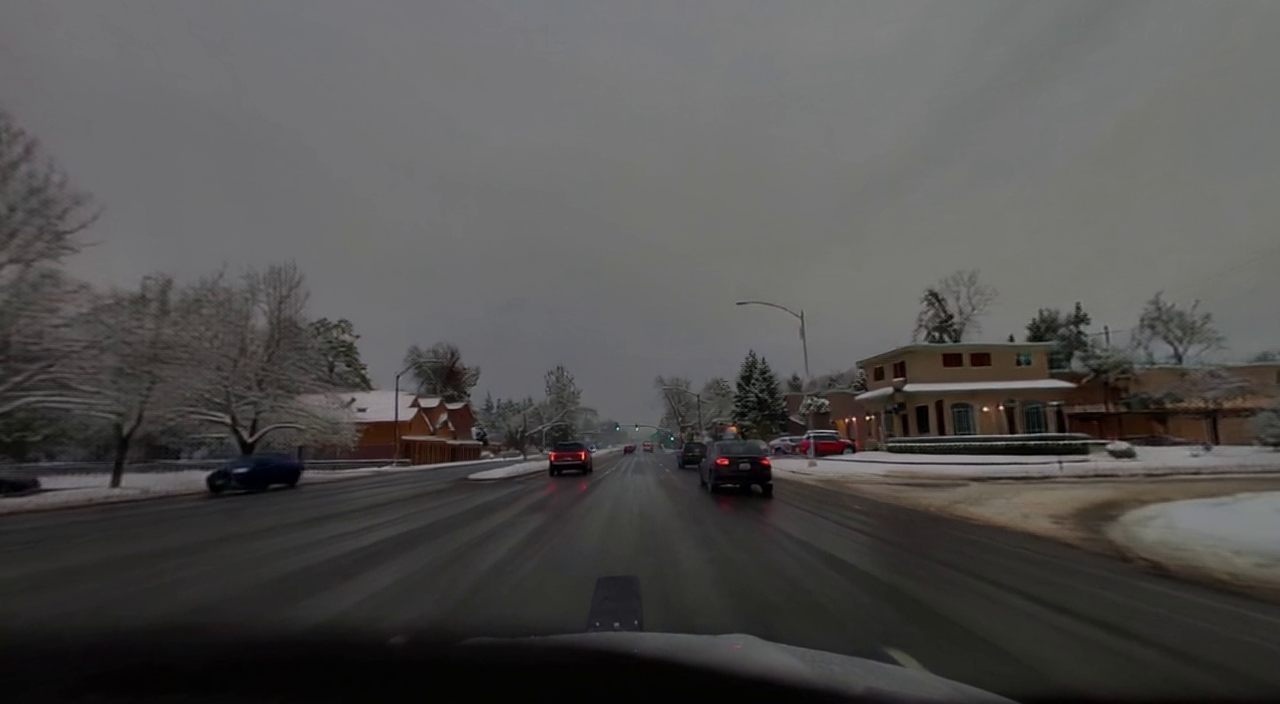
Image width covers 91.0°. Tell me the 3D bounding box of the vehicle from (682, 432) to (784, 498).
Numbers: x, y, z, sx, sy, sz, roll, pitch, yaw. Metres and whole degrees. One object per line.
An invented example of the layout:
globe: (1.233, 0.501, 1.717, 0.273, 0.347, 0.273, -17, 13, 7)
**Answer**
vehicle: (2.540, 3.232, 18.372, 2.084, 1.682, 4.148, 1, -8, -4)

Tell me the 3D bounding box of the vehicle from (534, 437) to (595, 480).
vehicle: (-3.239, 4.695, 27.962, 2.084, 1.735, 4.528, 0, -8, 1)

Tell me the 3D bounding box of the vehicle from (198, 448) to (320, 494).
vehicle: (-18.061, 5.620, 30.290, 2.221, 1.921, 5.743, 0, -8, 0)

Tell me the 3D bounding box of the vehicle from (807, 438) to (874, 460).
vehicle: (15.269, 7.422, 48.087, 4.489, 1.557, 1.792, -2, -9, 2)
